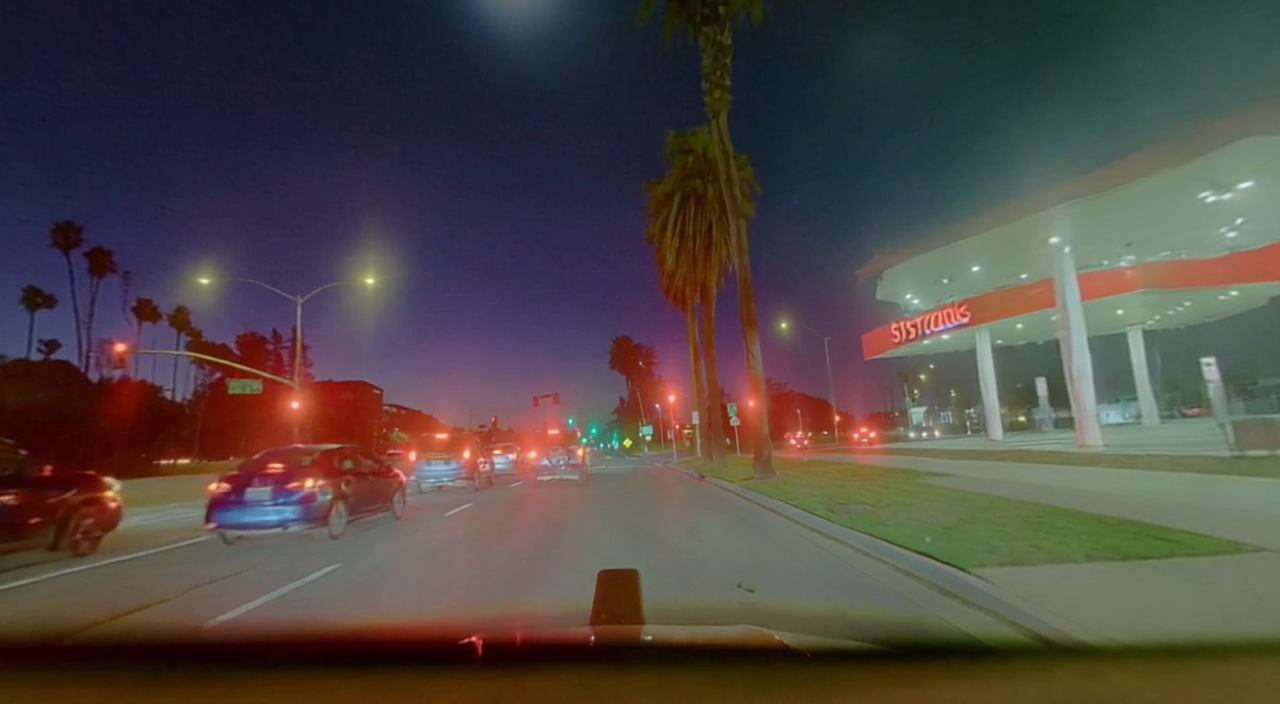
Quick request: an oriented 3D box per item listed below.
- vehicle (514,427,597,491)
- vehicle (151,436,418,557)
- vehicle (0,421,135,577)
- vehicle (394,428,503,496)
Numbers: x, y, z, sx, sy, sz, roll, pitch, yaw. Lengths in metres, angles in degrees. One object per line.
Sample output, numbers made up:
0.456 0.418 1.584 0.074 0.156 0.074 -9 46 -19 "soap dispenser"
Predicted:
-2.483 3.301 19.731 2.153 1.759 4.320 0 -9 -2 "vehicle"
-5.538 2.275 10.780 1.885 1.567 4.775 0 -9 -2 "vehicle"
-8.811 1.700 7.120 2.178 1.864 5.005 0 -9 -2 "vehicle"
-5.850 3.426 20.036 2.025 1.862 4.804 0 -9 -1 "vehicle"
